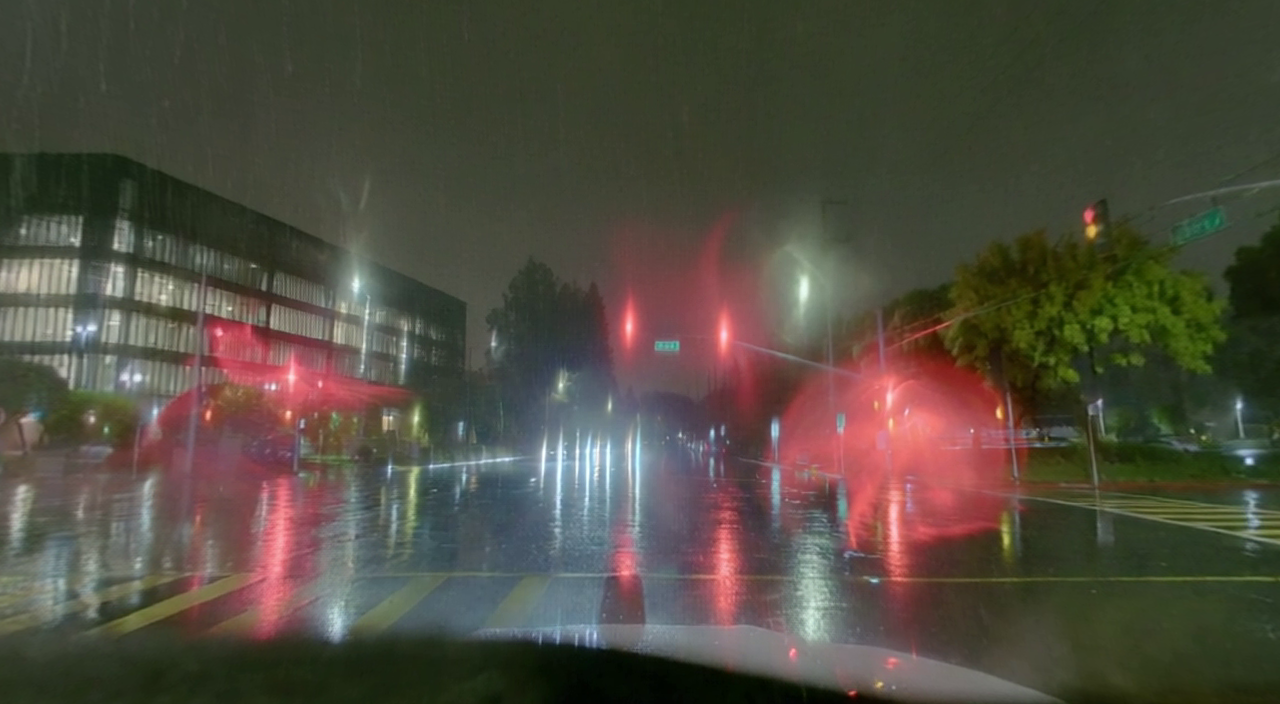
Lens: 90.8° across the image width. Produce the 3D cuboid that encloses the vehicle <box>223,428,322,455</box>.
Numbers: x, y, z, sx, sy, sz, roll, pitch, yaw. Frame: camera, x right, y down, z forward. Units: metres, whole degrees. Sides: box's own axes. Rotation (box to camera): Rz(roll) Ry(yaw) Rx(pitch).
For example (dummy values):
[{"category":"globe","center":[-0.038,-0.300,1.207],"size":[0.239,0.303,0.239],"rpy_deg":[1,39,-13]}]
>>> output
[{"category":"vehicle","center":[-22.406,5.512,38.699],"size":[4.765,1.593,1.891],"rpy_deg":[1,-9,-8]}]
